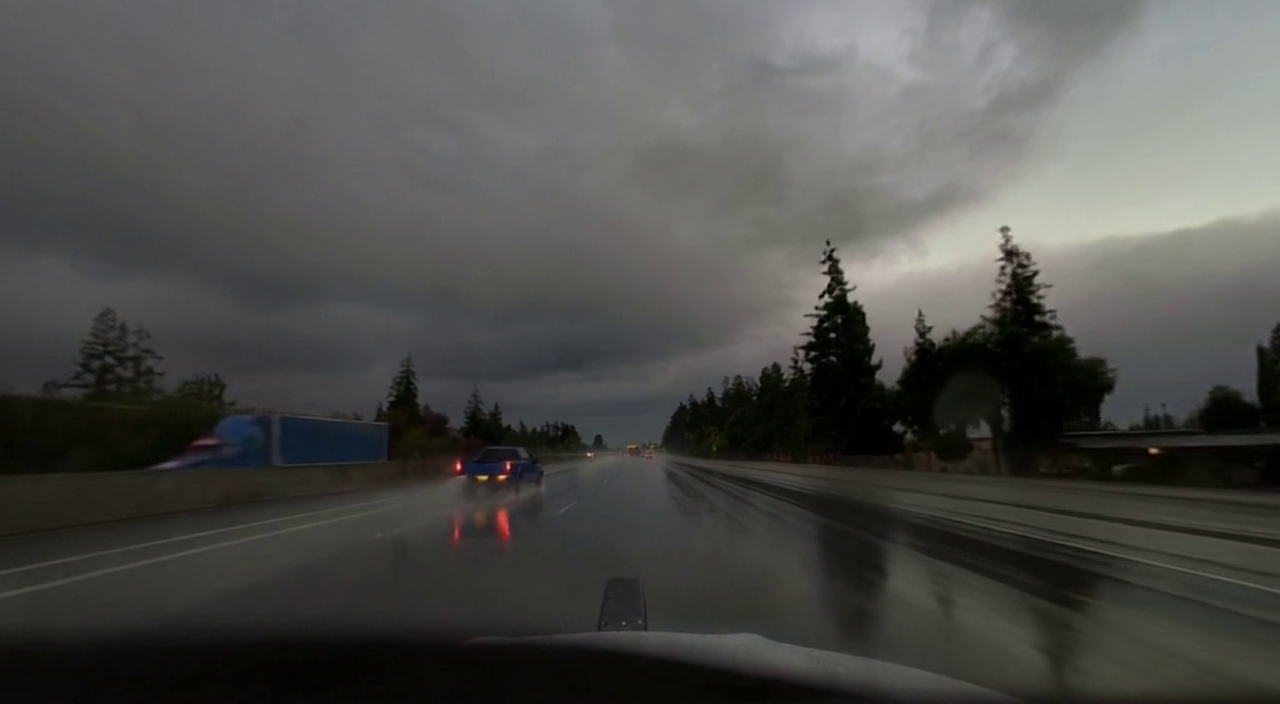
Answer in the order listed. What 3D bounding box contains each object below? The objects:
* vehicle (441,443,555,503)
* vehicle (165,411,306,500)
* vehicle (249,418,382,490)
[{"bbox_3d":[-4.022,3.541,18.969,2.128,1.521,5.409,0,-9,1],"label":"vehicle"},{"bbox_3d":[-19.971,5.182,31.671,2.981,3.978,5.949,0,-9,-1],"label":"vehicle"},{"bbox_3d":[-16.176,5.199,32.190,2.671,3.197,7.582,0,-9,0],"label":"vehicle"}]
